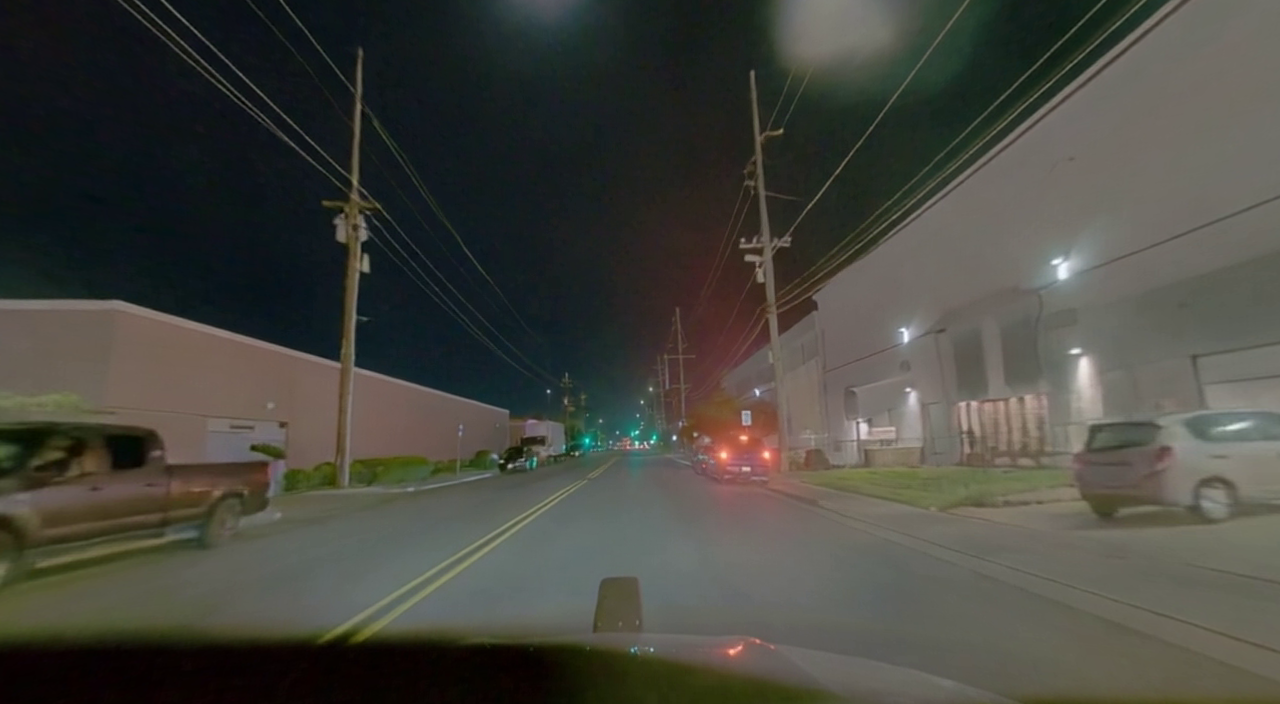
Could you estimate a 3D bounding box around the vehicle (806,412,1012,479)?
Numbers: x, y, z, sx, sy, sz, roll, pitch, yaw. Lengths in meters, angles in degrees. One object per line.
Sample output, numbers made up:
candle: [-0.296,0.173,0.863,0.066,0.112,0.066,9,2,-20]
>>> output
vehicle: [10.962,3.888,26.317,7.236,2.219,2.674,-3,-8,0]

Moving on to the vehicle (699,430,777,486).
vehicle: [3.751,4.205,25.379,2.333,1.967,6.008,0,-8,2]

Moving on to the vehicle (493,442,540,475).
vehicle: [-7.846,6.786,40.514,2.123,1.802,4.486,-4,-8,-2]

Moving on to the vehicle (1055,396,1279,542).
vehicle: [8.915,1.616,9.035,4.406,1.822,2.071,0,-8,1]

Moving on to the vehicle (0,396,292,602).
vehicle: [-7.950,1.927,8.988,2.530,2.110,6.445,-3,-8,-2]
